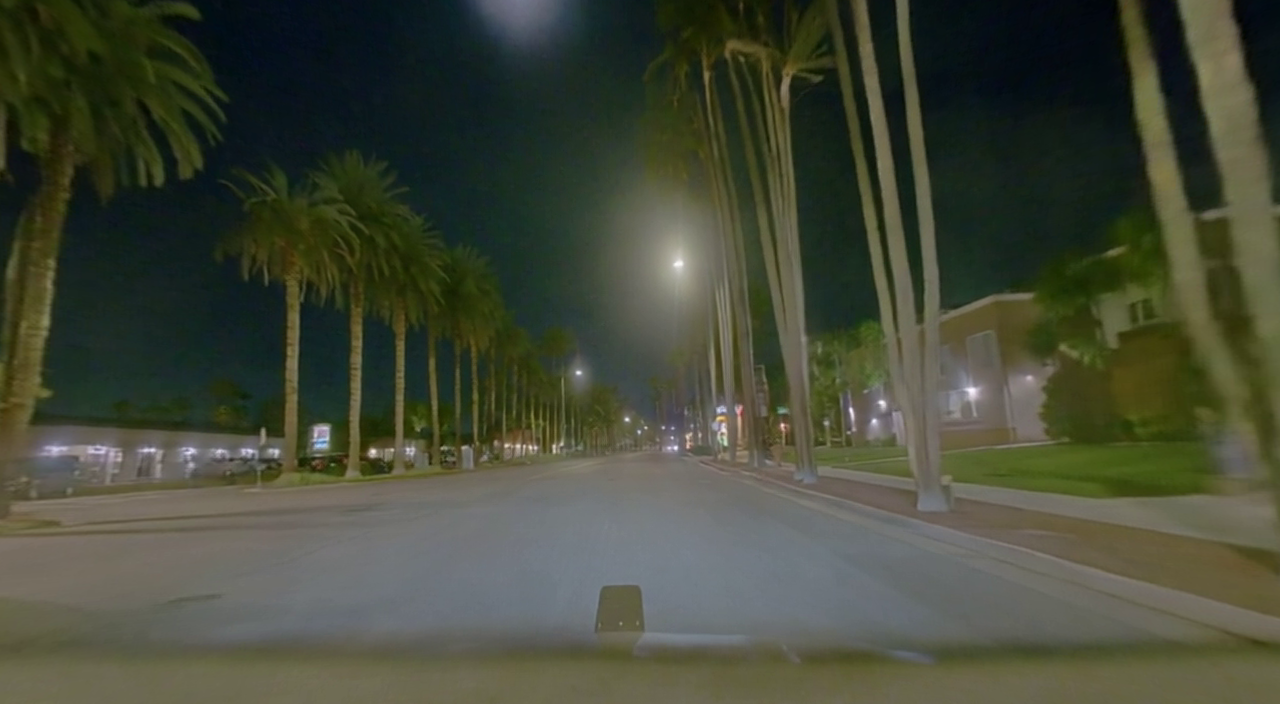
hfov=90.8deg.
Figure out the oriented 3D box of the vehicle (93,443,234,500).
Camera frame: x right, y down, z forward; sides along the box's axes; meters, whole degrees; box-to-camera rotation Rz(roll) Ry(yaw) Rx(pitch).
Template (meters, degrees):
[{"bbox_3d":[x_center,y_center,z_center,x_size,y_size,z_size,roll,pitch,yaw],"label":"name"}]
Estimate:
[{"bbox_3d":[-17.602,4.338,23.318,4.651,1.863,2.174,-5,-10,27],"label":"vehicle"}]
